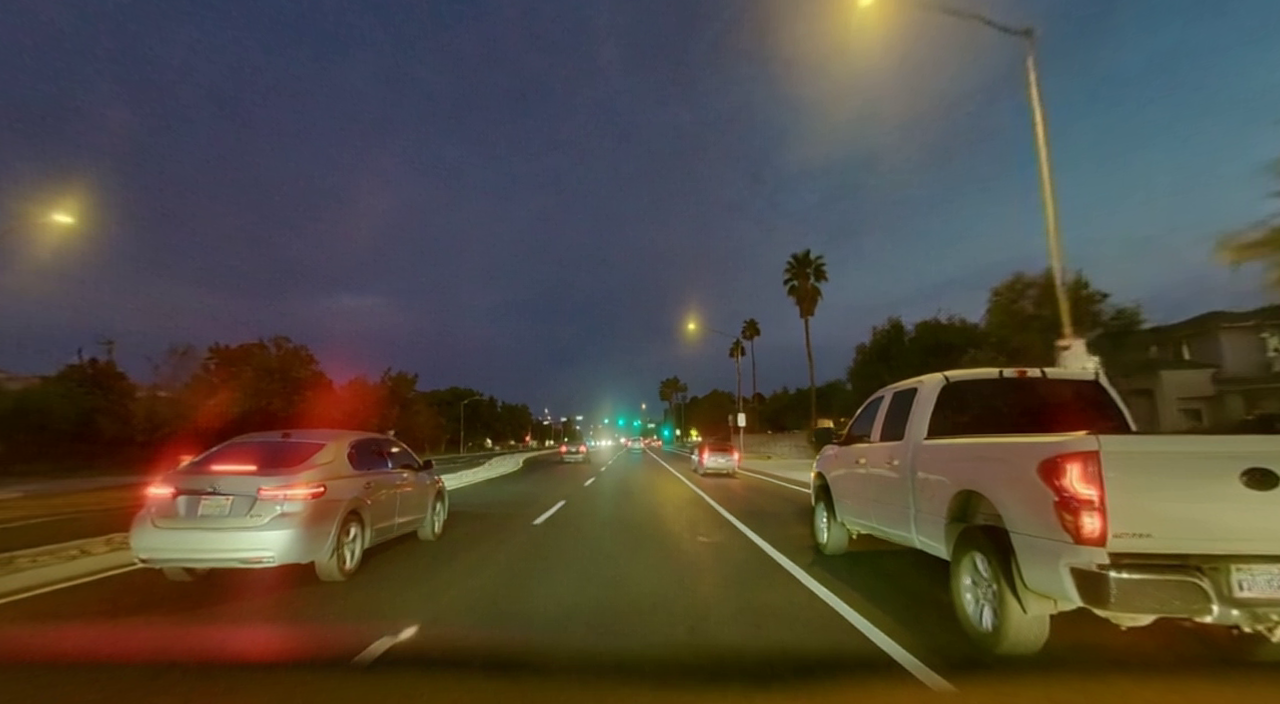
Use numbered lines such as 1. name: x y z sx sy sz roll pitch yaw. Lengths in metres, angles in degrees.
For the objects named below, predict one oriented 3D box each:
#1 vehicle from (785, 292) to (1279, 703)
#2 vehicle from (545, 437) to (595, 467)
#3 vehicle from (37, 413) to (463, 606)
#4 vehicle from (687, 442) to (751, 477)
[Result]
1. vehicle: 3.269 1.132 5.771 2.478 2.030 5.723 0 -8 0
2. vehicle: -3.827 5.595 35.341 2.263 1.548 4.555 0 -8 0
3. vehicle: -3.682 1.558 7.180 2.094 1.509 4.286 0 -8 0
4. vehicle: 3.436 4.793 28.519 2.149 1.421 4.805 0 -8 -2
